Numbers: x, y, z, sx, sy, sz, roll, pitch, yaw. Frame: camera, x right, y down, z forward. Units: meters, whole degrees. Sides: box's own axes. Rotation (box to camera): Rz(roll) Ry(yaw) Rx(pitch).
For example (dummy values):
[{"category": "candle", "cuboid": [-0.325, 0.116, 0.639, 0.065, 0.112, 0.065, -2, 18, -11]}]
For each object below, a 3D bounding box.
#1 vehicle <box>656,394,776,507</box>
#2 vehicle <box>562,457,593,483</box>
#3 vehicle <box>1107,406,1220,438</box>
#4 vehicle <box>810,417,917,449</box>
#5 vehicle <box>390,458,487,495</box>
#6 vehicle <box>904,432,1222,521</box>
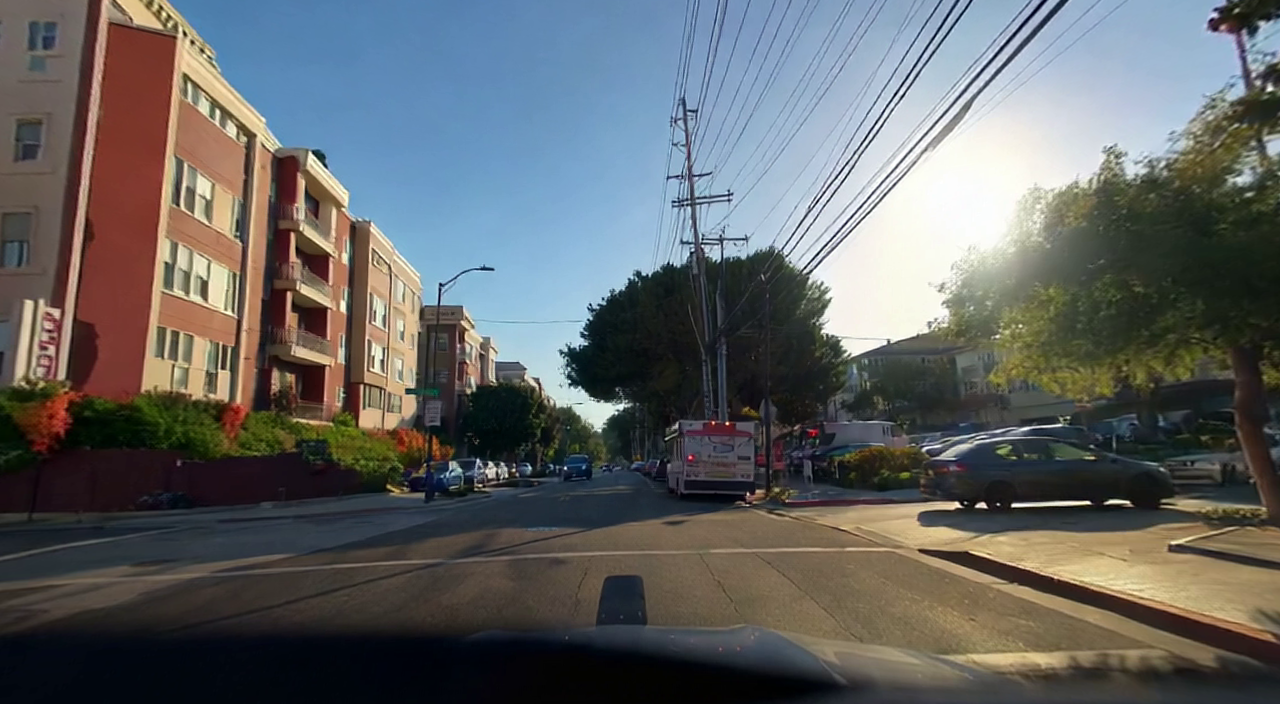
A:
[{"category": "vehicle", "cuboid": [2.362, 3.495, 22.740, 2.886, 3.321, 7.809, 0, -8, -3]}, {"category": "vehicle", "cuboid": [-4.672, 8.830, 47.491, 1.952, 1.708, 4.096, 0, -8, -1]}, {"category": "vehicle", "cuboid": [27.824, 3.736, 33.669, 4.413, 1.608, 1.858, 0, -8, -3]}, {"category": "vehicle", "cuboid": [10.579, 3.864, 30.045, 4.396, 1.459, 1.749, 0, -8, -3]}, {"category": "vehicle", "cuboid": [-11.504, 7.050, 36.114, 5.093, 1.855, 2.338, 3, -9, -21]}, {"category": "vehicle", "cuboid": [7.992, 2.340, 12.235, 4.857, 1.525, 1.976, 1, -8, -6]}]
